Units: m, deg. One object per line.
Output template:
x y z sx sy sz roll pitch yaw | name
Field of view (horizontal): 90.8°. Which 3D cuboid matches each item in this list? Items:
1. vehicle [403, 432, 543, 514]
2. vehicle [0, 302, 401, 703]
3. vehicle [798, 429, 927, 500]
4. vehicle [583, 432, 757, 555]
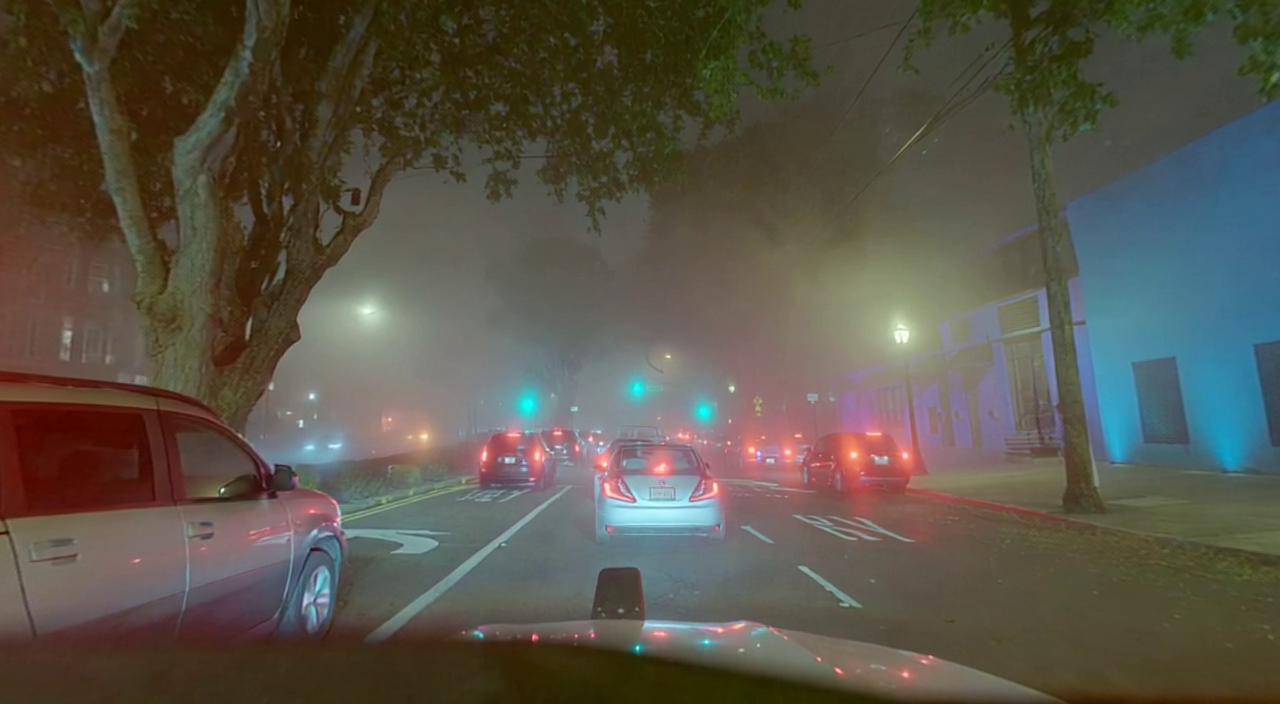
-3.501 2.622 14.231 1.901 1.522 4.556 0 -9 0 | vehicle
-3.268 0.929 3.394 2.152 1.802 4.628 0 -9 0 | vehicle
6.347 3.248 18.697 2.025 1.808 4.579 0 -9 -2 | vehicle
0.269 1.992 9.580 2.095 1.438 3.843 0 -9 -3 | vehicle
